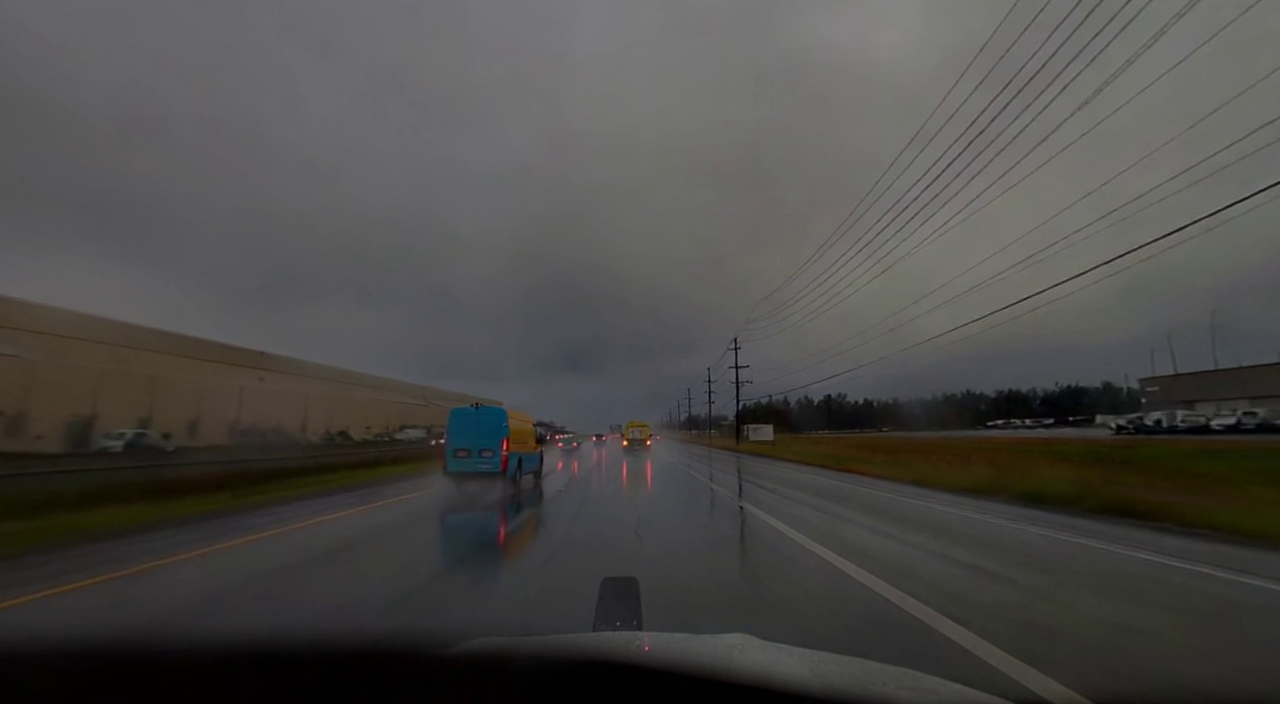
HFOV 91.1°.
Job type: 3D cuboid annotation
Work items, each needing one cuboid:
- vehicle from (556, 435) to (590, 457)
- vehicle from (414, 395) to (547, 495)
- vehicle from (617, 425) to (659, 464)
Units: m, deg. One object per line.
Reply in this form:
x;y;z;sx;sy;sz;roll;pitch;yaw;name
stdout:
-4.834;6.832;45.945;2.058;1.557;4.125;0;-8;-1;vehicle
-4.303;2.642;18.219;2.388;2.410;5.787;0;-8;-1;vehicle
-0.167;5.144;35.062;2.213;1.997;4.456;0;-8;-1;vehicle
